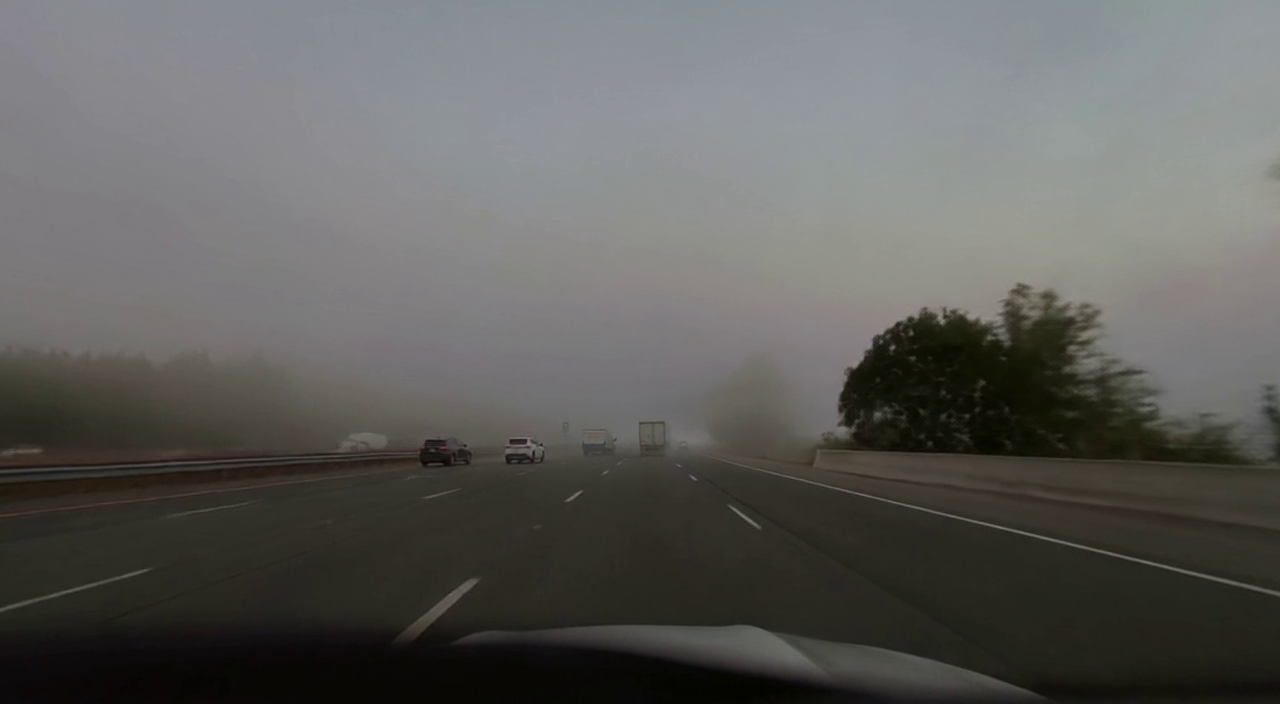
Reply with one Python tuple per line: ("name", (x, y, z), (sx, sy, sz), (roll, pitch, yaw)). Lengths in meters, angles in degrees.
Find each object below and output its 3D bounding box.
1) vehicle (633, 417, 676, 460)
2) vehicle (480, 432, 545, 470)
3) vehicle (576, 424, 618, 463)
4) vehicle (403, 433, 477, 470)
("vehicle", (1.013, 6.175, 44.973), (2.768, 2.854, 6.757), (0, -8, 1))
("vehicle", (-6.655, 5.251, 33.593), (2.206, 1.838, 4.889), (0, -8, 3))
("vehicle", (-2.920, 6.336, 43.907), (2.328, 2.519, 5.238), (0, -8, 2))
("vehicle", (-10.371, 5.208, 33.254), (2.080, 1.777, 5.450), (0, -8, 1))
